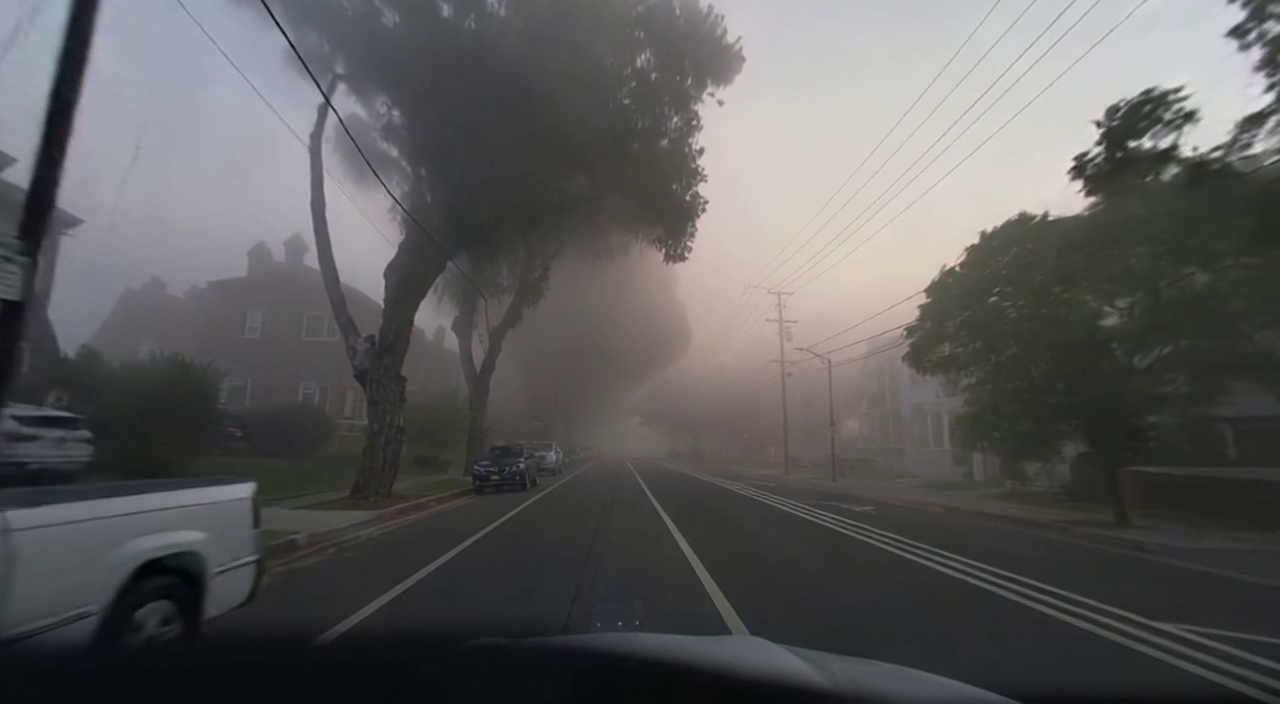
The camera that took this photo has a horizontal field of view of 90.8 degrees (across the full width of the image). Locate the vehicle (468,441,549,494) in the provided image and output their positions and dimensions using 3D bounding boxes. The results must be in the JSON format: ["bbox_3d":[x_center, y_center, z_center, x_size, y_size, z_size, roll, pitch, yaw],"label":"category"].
[{"bbox_3d":[-4.204,3.743,20.980,1.825,1.542,4.715,0,-8,-2],"label":"vehicle"}]

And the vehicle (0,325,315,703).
[{"bbox_3d":[-3.538,0.789,1.960,2.127,1.901,5.510,0,-8,0],"label":"vehicle"}]
